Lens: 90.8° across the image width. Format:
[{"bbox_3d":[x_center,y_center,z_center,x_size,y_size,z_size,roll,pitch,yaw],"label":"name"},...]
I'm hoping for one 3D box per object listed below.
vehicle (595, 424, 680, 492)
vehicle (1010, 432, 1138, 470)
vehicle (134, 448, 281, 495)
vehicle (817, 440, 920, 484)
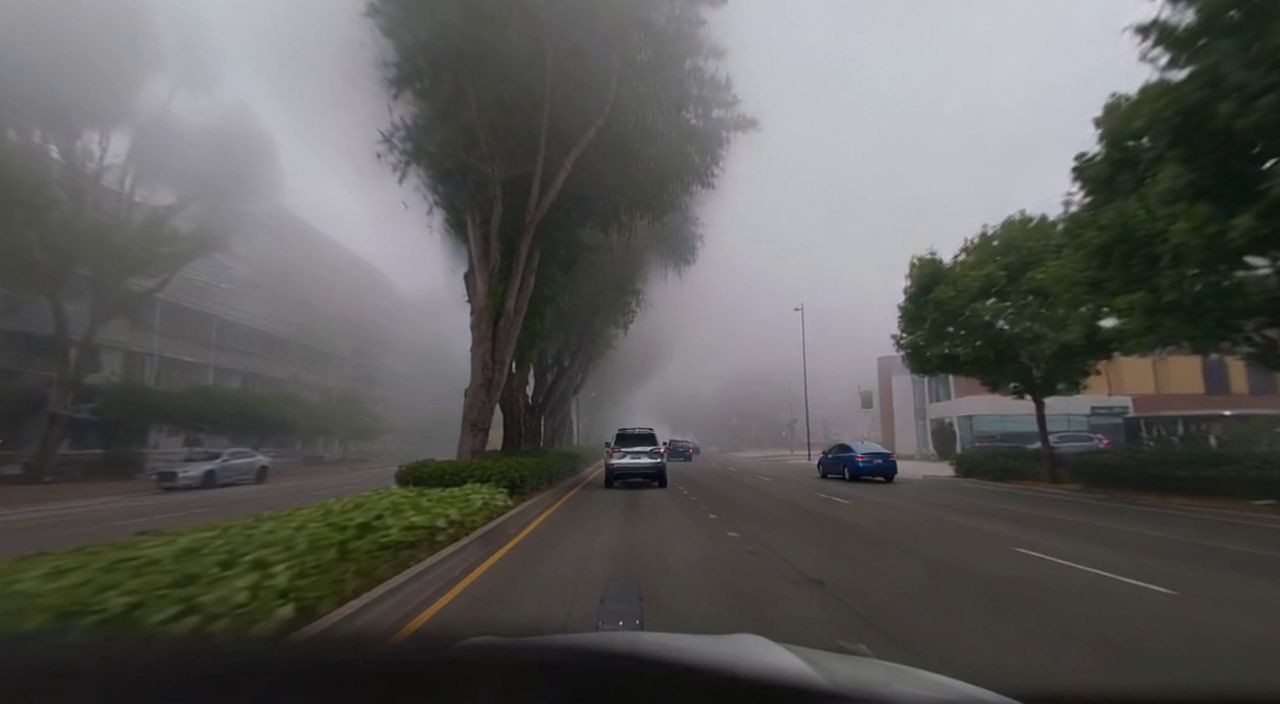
[{"bbox_3d":[-0.091,3.150,19.060,2.277,1.816,4.192,0,-8,-1],"label":"vehicle"},{"bbox_3d":[19.490,4.442,28.495,4.333,1.521,1.824,-2,-7,0],"label":"vehicle"},{"bbox_3d":[-15.346,4.226,22.805,1.985,1.486,4.691,0,-8,0],"label":"vehicle"},{"bbox_3d":[8.328,4.030,23.564,2.002,1.456,4.631,0,-8,-1],"label":"vehicle"}]
